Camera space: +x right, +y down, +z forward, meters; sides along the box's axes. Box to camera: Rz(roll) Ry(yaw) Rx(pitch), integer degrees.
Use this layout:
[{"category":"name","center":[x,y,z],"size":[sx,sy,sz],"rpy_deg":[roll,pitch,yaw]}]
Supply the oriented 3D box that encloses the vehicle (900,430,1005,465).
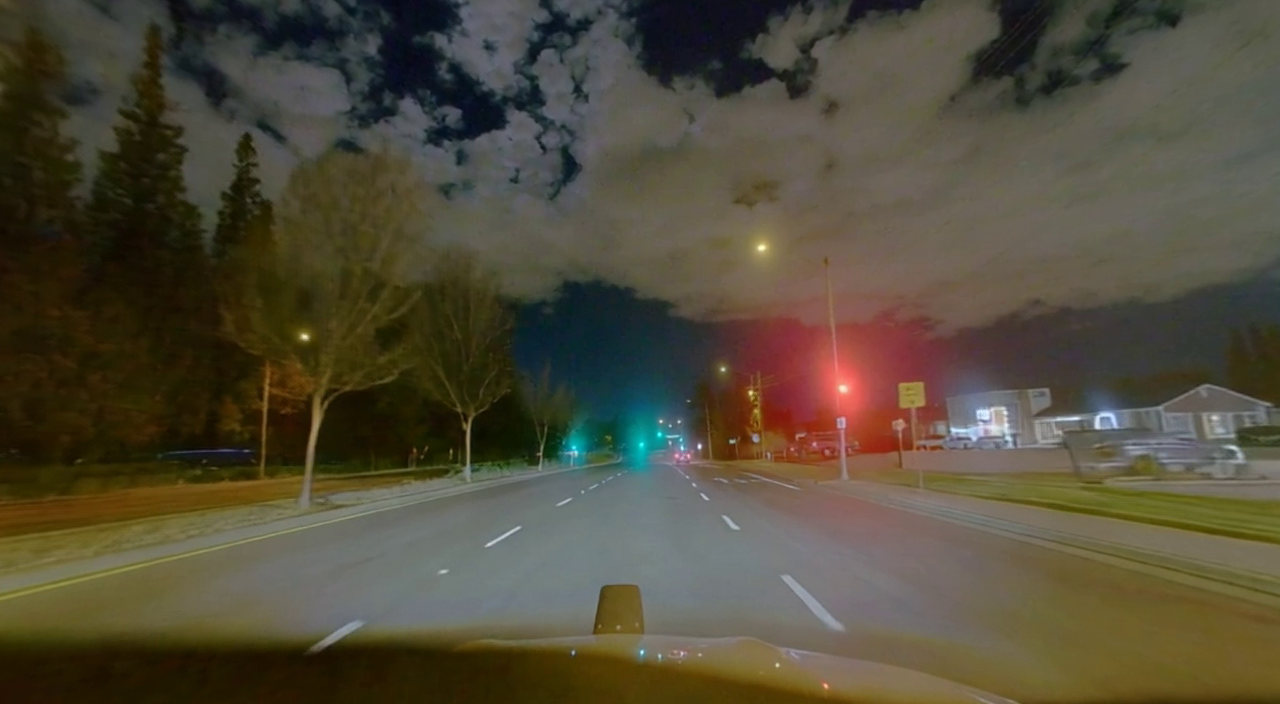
[{"category":"vehicle","center":[17.009,5.221,34.521],"size":[4.543,1.838,2.127],"rpy_deg":[0,-9,-5]}]

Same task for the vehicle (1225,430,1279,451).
[{"category":"vehicle","center":[44.943,6.256,44.759],"size":[1.862,1.435,4.862],"rpy_deg":[1,-9,-11]}]

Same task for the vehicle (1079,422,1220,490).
[{"category":"vehicle","center":[13.474,2.775,16.594],"size":[4.744,1.475,2.008],"rpy_deg":[9,-16,-42]}]
